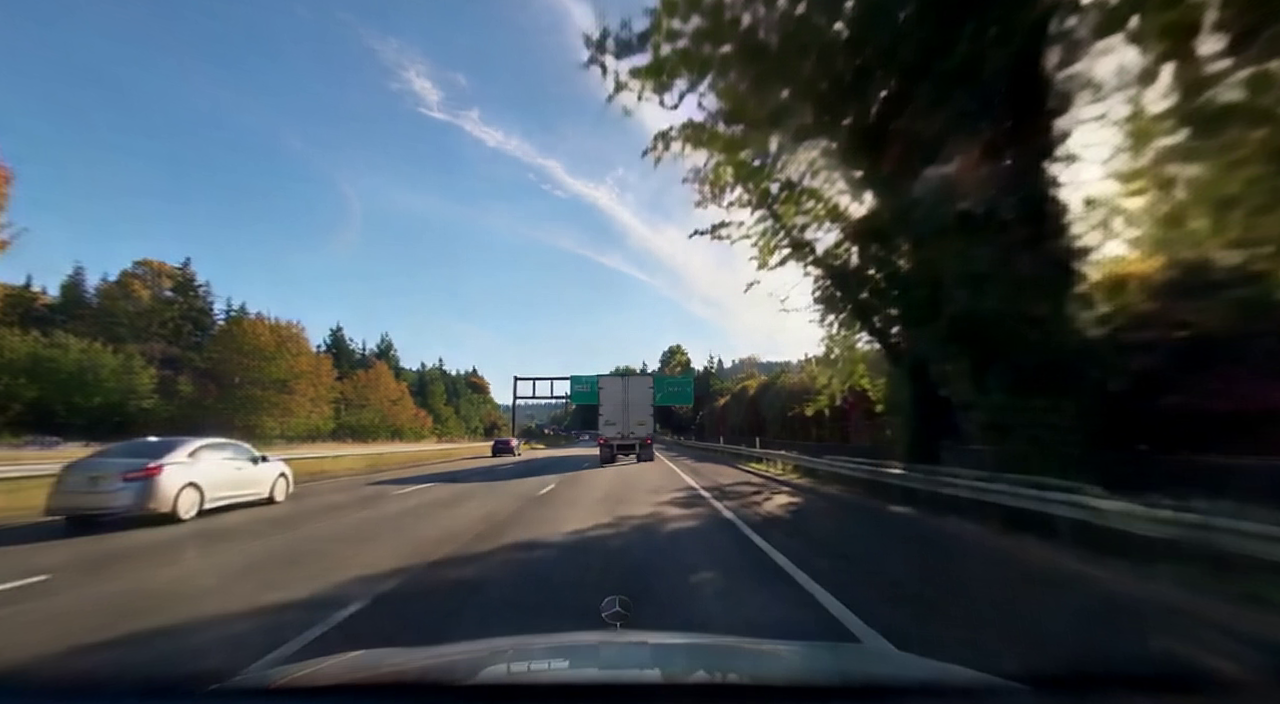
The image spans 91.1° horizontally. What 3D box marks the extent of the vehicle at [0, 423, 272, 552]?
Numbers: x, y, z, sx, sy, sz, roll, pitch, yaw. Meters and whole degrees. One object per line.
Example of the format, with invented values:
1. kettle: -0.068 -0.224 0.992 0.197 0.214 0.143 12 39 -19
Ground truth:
1. vehicle: -7.428 1.817 9.176 1.856 1.479 3.710 0 -8 0

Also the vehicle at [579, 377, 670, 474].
1. vehicle: -0.668 3.476 28.712 3.033 3.223 14.836 1 -8 -1

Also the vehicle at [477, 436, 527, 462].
1. vehicle: -8.009 5.642 36.850 1.949 1.437 4.296 0 -8 0
